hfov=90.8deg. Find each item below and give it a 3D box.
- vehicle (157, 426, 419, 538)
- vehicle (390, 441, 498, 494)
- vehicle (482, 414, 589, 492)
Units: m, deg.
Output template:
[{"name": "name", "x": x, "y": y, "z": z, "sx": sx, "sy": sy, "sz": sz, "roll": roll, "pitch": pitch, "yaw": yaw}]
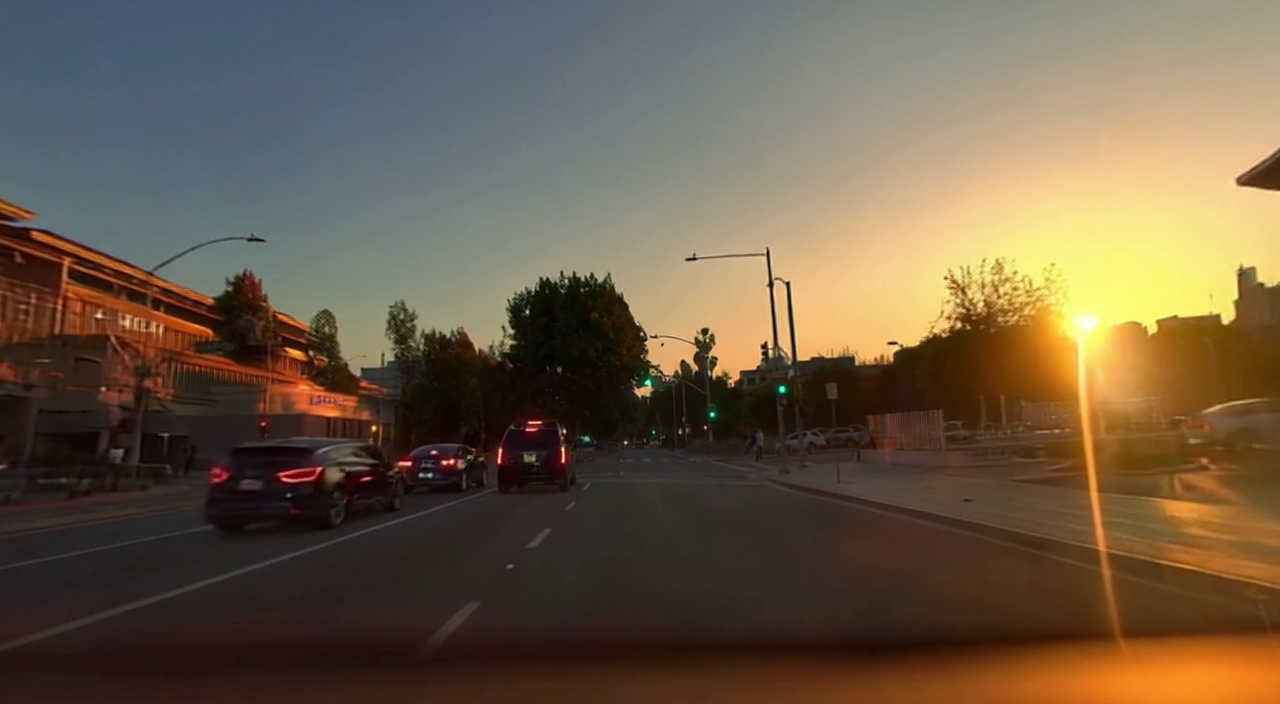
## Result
[{"name": "vehicle", "x": -6.043, "y": 2.268, "z": 11.745, "sx": 2.228, "sy": 1.652, "sz": 4.593, "roll": 0, "pitch": -8, "yaw": 0}, {"name": "vehicle", "x": -6.005, "y": 3.576, "z": 19.988, "sx": 1.982, "sy": 1.452, "sz": 4.463, "roll": 0, "pitch": -8, "yaw": 0}, {"name": "vehicle", "x": -3.126, "y": 3.206, "z": 20.328, "sx": 2.496, "sy": 2.155, "sz": 5.468, "roll": 0, "pitch": -8, "yaw": 0}]
